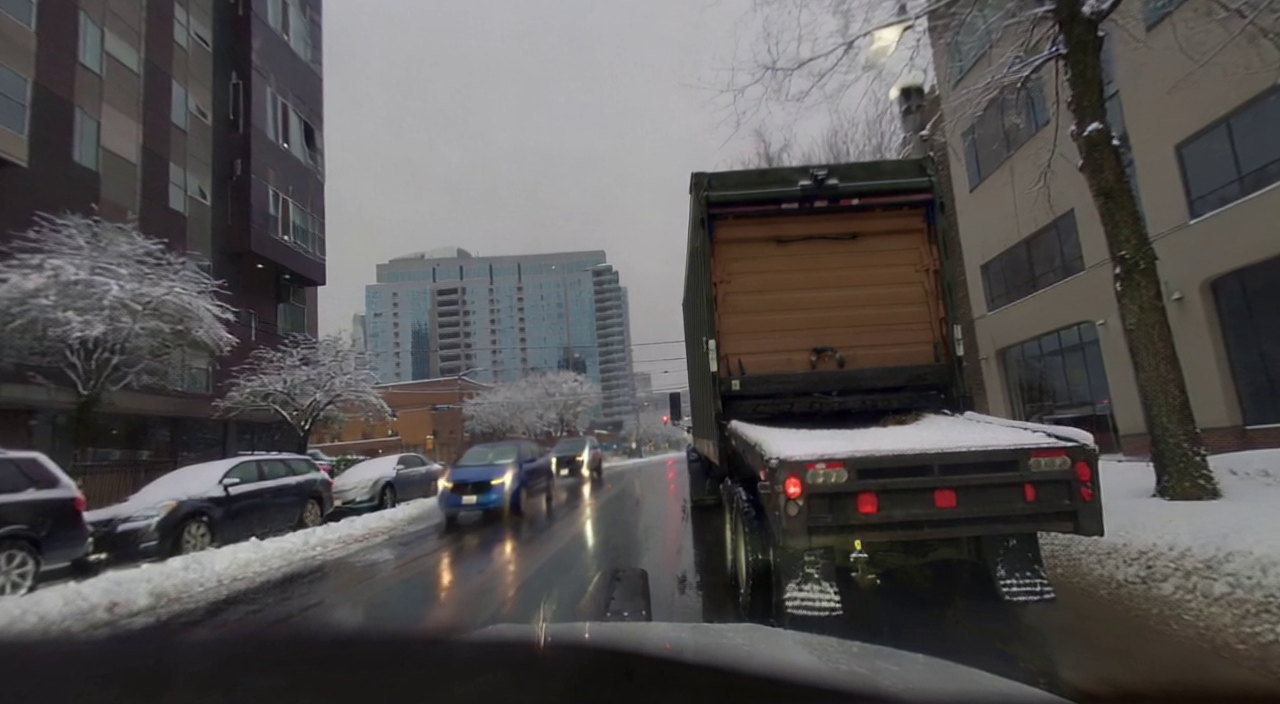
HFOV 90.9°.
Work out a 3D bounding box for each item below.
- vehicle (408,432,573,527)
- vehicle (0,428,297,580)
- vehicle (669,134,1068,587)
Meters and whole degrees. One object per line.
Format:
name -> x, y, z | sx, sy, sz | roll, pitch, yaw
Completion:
vehicle -> -2.736, 2.449, 12.731 | 2.183, 1.563, 4.257 | 0, -8, 2
vehicle -> -8.153, 2.096, 9.231 | 5.022, 1.872, 2.137 | 7, -11, -41
vehicle -> 2.538, 0.826, 11.424 | 3.320, 4.034, 11.553 | -1, -8, 6
